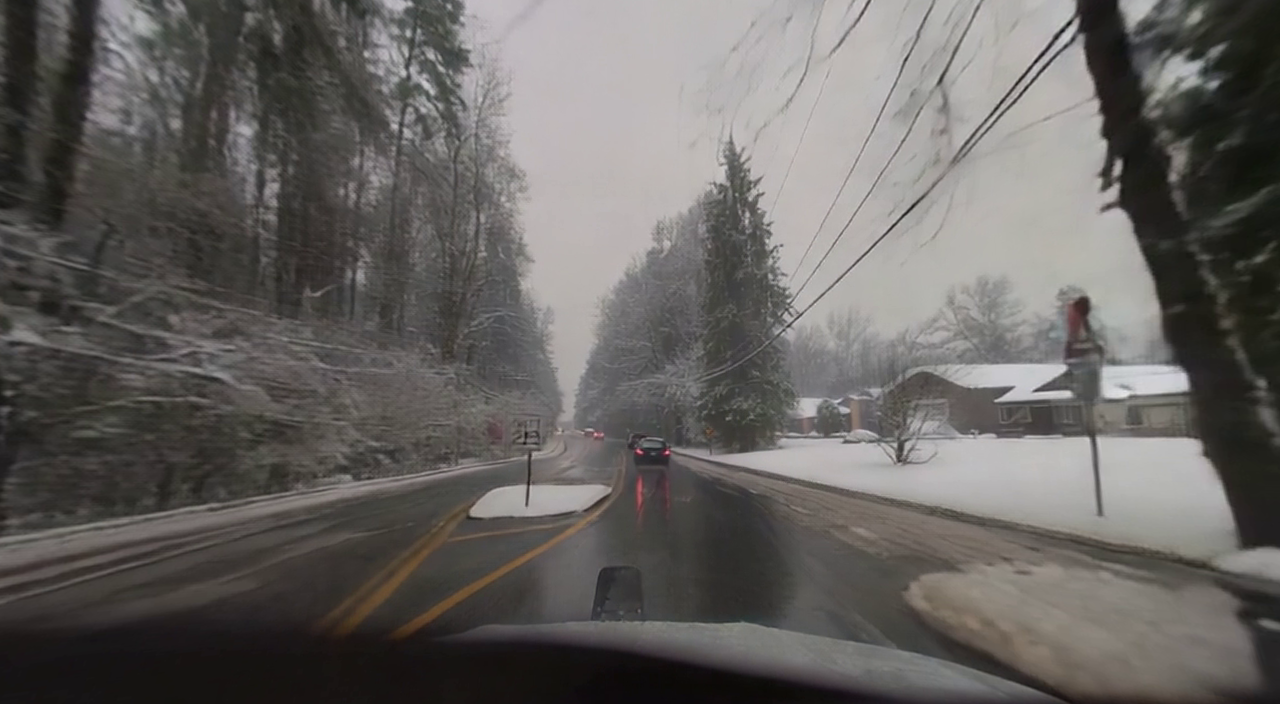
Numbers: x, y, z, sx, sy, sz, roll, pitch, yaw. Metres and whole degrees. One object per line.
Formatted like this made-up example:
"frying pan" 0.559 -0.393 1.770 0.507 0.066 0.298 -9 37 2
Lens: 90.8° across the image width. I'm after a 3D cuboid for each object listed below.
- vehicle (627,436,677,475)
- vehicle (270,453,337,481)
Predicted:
"vehicle" 0.490 4.930 30.269 2.216 1.708 4.110 0 -9 -1
"vehicle" -19.661 6.725 37.138 1.792 1.471 4.511 2 -9 -6
